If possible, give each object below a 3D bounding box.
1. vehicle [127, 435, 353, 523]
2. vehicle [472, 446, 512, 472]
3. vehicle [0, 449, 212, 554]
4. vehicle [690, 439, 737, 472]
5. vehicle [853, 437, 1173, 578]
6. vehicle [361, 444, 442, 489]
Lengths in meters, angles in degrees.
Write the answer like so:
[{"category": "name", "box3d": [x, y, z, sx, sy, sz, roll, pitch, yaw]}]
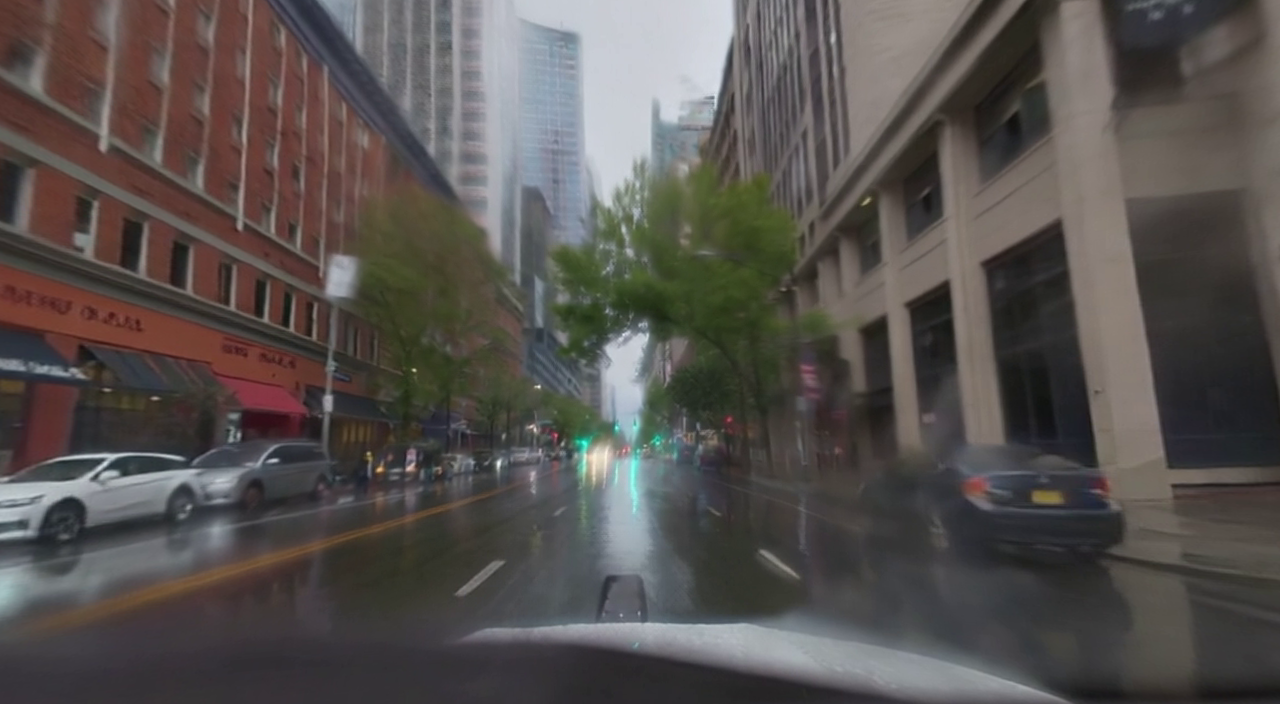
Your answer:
[{"category": "vehicle", "box3d": [-10.931, 3.515, 18.194, 2.574, 1.922, 6.292, -3, -9, -1]}, {"category": "vehicle", "box3d": [-11.396, 8.288, 48.850, 2.039, 1.770, 4.445, -3, -10, -1]}, {"category": "vehicle", "box3d": [-11.022, 2.784, 12.404, 1.992, 1.629, 4.773, -3, -9, -1]}, {"category": "vehicle", "box3d": [4.525, 6.500, 39.733, 2.237, 1.908, 5.320, 1, -9, -1]}, {"category": "vehicle", "box3d": [4.892, 2.065, 9.295, 1.929, 1.522, 4.543, 0, -9, 0]}, {"category": "vehicle", "box3d": [-11.397, 5.479, 30.629, 1.970, 1.828, 5.519, -3, -9, -2]}]
